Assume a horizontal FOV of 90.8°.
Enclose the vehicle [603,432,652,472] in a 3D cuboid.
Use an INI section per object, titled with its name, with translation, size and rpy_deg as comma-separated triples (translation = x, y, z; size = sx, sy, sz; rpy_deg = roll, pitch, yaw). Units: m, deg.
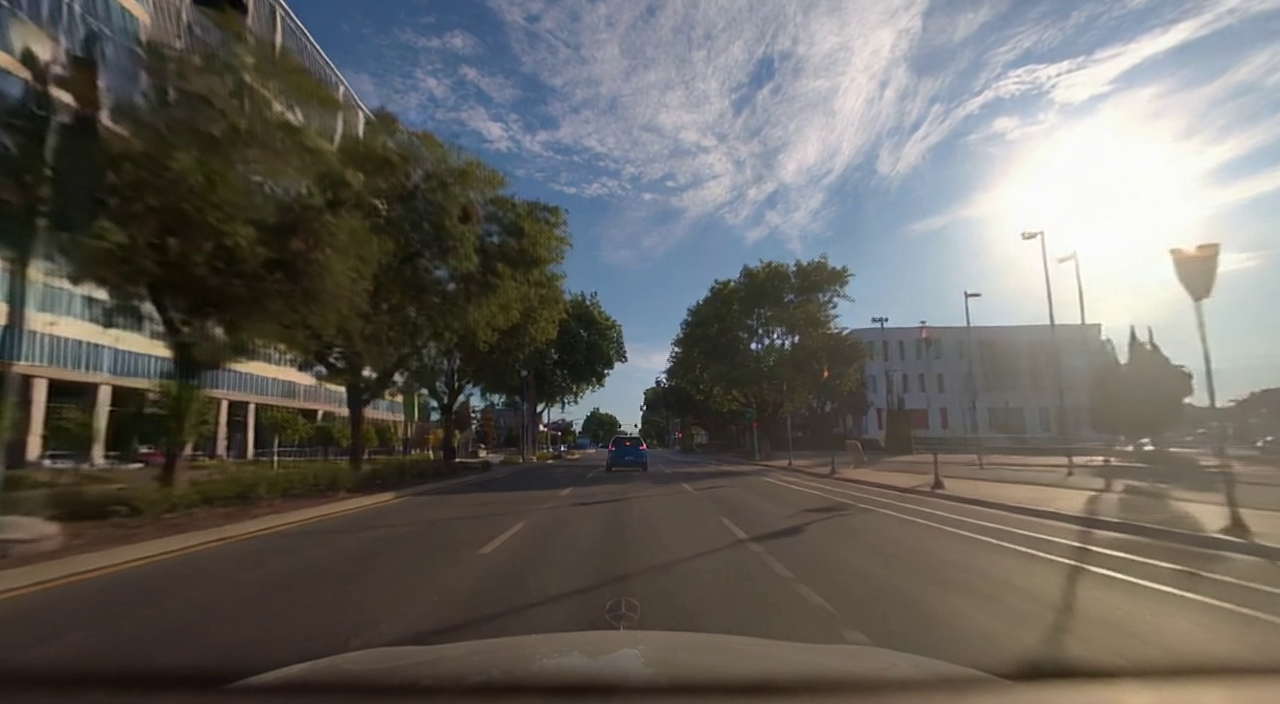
[vehicle]
translation = -0.614, 5.027, 32.024
size = 2.313, 1.860, 4.319
rpy_deg = 0, -8, 0
